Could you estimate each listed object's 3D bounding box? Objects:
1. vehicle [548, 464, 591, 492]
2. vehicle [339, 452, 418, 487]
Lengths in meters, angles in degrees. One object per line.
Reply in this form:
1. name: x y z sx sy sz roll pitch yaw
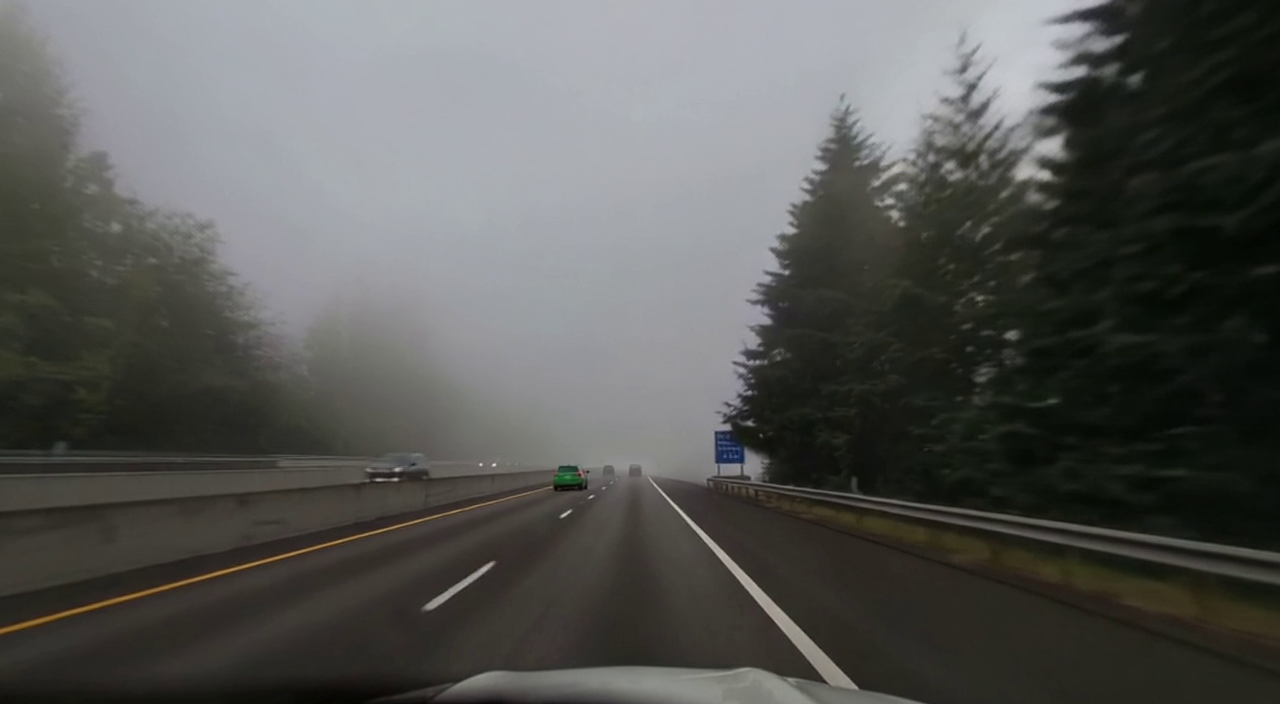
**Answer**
1. vehicle: -4.073 7.373 36.969 2.006 1.469 4.050 1 -10 0
2. vehicle: -12.790 5.811 31.185 1.983 1.559 4.378 1 -10 0
